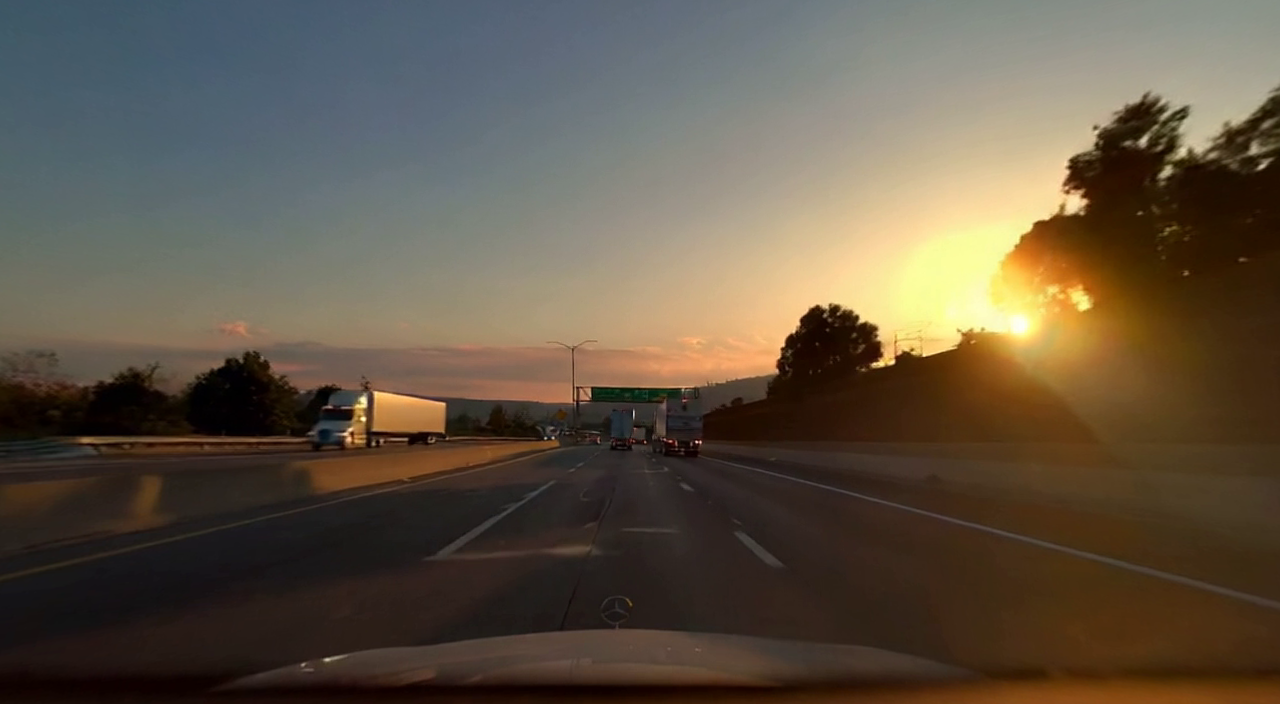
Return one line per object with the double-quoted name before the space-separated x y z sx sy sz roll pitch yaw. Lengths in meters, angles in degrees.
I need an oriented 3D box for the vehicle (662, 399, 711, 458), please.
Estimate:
"vehicle" 3.300 5.786 47.224 2.873 3.998 8.286 0 -8 -1
